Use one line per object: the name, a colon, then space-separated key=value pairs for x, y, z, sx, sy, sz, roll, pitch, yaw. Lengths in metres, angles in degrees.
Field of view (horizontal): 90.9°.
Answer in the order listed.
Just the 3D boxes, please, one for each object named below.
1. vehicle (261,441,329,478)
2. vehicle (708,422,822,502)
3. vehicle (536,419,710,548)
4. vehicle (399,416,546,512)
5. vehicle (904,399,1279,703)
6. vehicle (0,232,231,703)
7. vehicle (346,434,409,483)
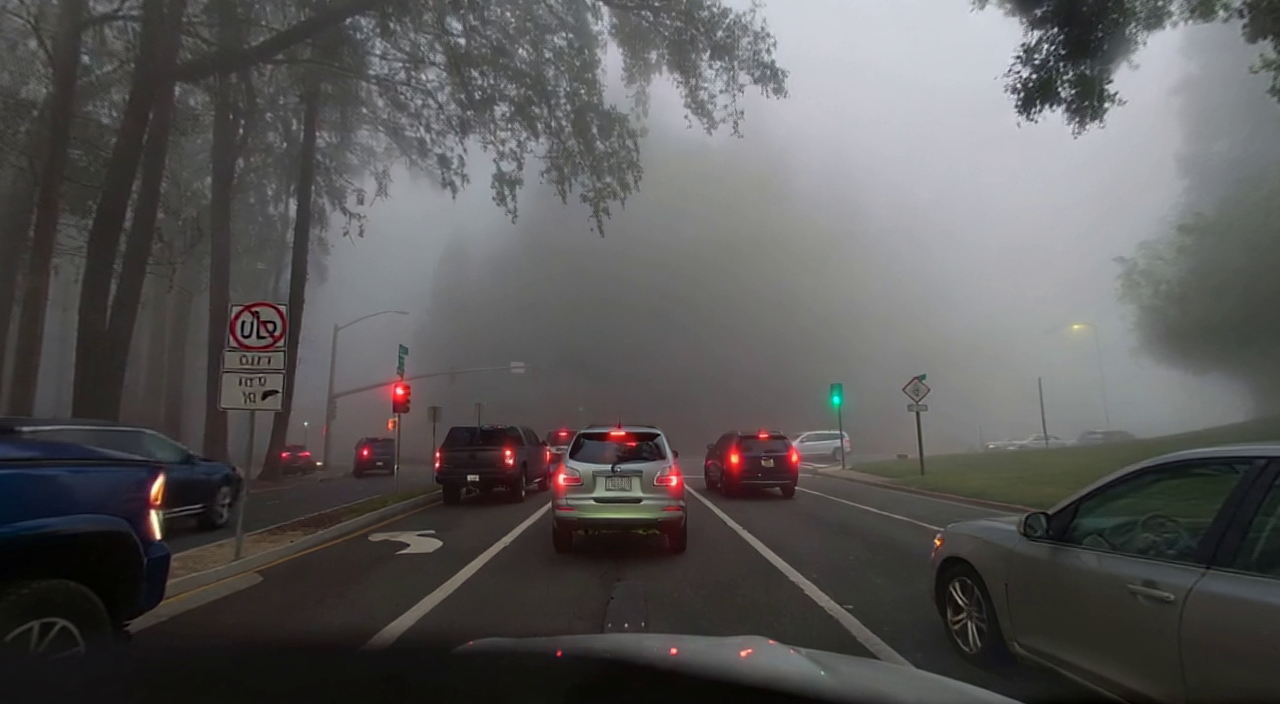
vehicle: x=-18.702 y=5.748 z=34.051 sx=2.256 sy=1.799 sz=4.831 roll=6 pitch=-11 yaw=-38
vehicle: x=3.144 y=2.888 z=16.964 sx=2.102 sy=1.841 sz=4.587 roll=0 pitch=-8 yaw=0
vehicle: x=-0.225 y=1.936 z=9.877 sx=2.194 sy=1.607 sz=3.690 roll=0 pitch=-8 yaw=0
vehicle: x=-3.633 y=2.525 z=14.660 sx=2.089 sy=1.857 sz=4.488 roll=0 pitch=-8 yaw=1
vehicle: x=3.015 y=0.964 z=2.512 sx=1.874 sy=1.477 sz=4.698 roll=0 pitch=-8 yaw=0
vehicle: x=-3.474 y=0.354 z=0.300 sx=2.656 sy=2.021 sz=5.800 roll=0 pitch=-8 yaw=0
vehicle: x=-10.765 y=4.298 z=25.799 sx=2.088 sy=1.787 sz=4.728 roll=3 pitch=-9 yaw=-23
